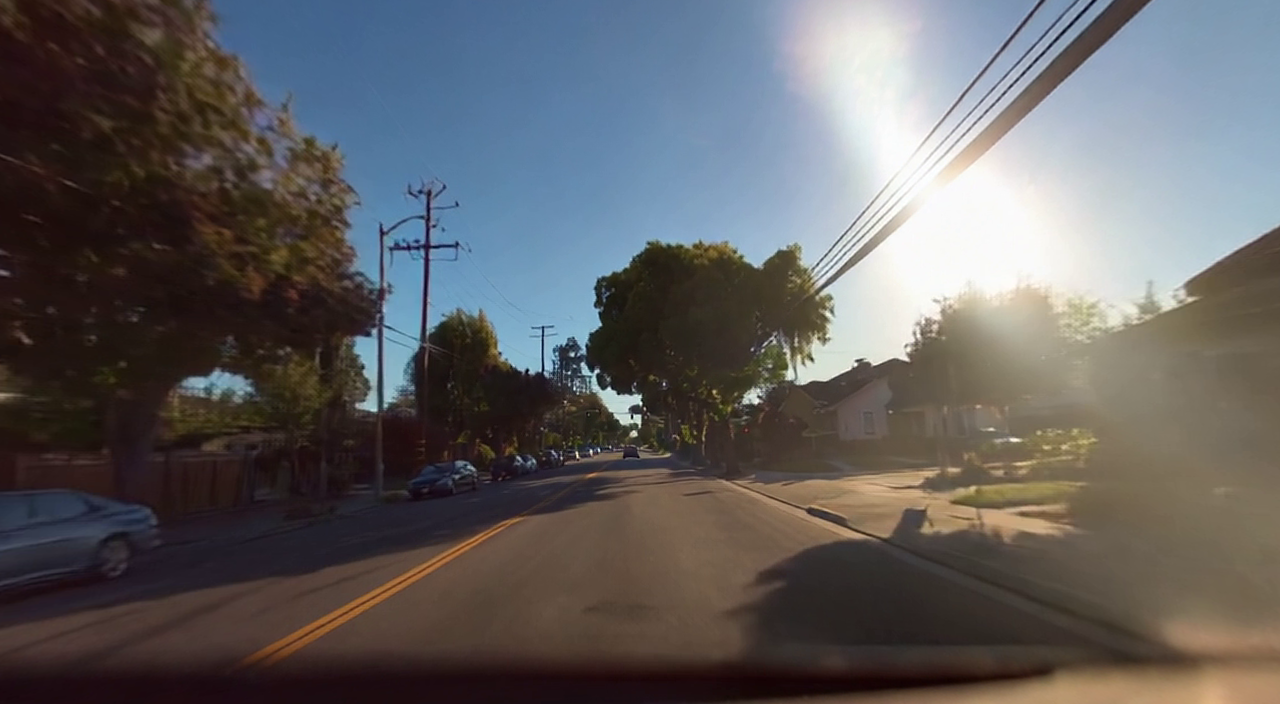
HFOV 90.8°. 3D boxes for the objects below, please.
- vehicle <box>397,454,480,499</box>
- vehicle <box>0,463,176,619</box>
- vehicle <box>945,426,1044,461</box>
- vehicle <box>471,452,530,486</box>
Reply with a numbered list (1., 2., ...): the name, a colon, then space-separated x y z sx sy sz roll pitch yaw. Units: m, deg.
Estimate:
1. vehicle: -7.667 4.749 24.444 1.949 1.512 3.818 0 -9 -1
2. vehicle: -7.181 2.025 6.289 1.869 1.442 4.344 -9 -9 -1
3. vehicle: 17.226 4.485 31.062 1.883 1.498 5.152 -2 -8 0
4. vehicle: -7.526 6.337 34.539 1.839 1.494 4.757 -8 -9 2
